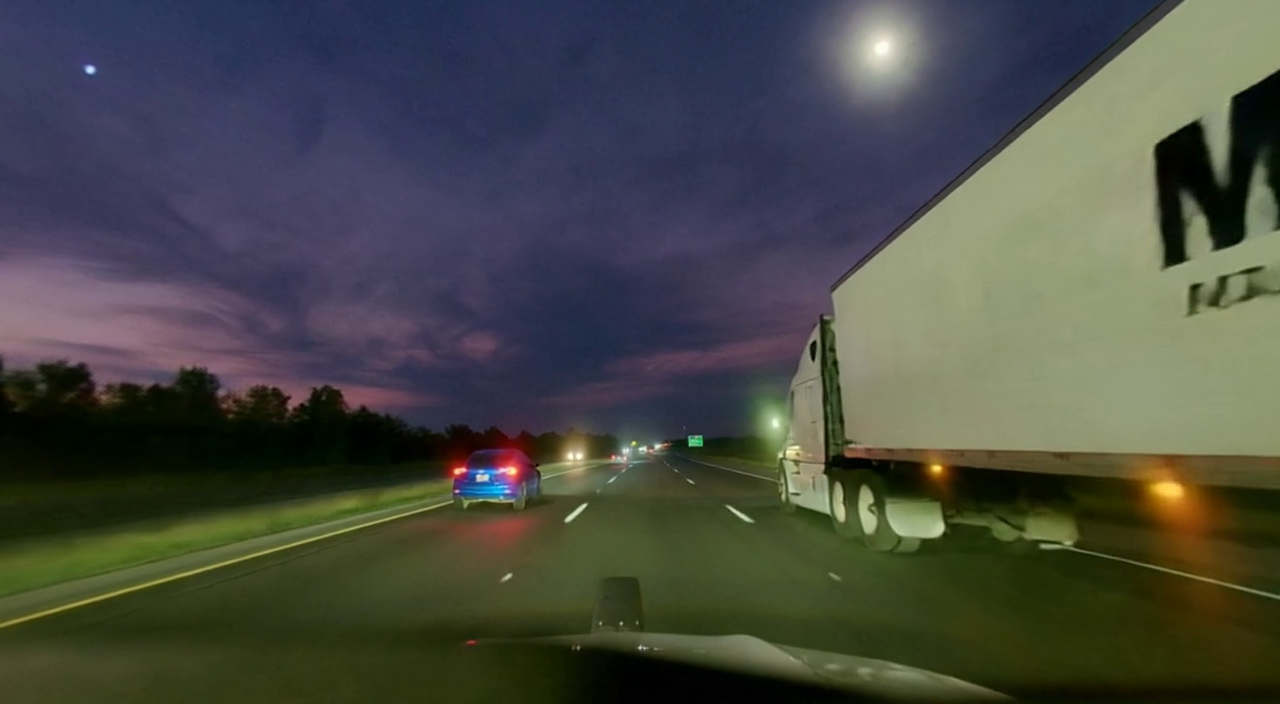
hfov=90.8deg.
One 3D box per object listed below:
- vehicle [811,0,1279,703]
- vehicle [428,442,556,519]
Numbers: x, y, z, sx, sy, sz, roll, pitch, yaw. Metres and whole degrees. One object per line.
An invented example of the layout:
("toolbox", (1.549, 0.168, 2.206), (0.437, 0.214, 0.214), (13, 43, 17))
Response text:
("vehicle", (4.478, -0.035, 3.878), (2.832, 4.034, 13.924), (0, -9, -1))
("vehicle", (-3.286, 2.930, 14.958), (1.945, 1.537, 4.294), (0, -9, 1))
